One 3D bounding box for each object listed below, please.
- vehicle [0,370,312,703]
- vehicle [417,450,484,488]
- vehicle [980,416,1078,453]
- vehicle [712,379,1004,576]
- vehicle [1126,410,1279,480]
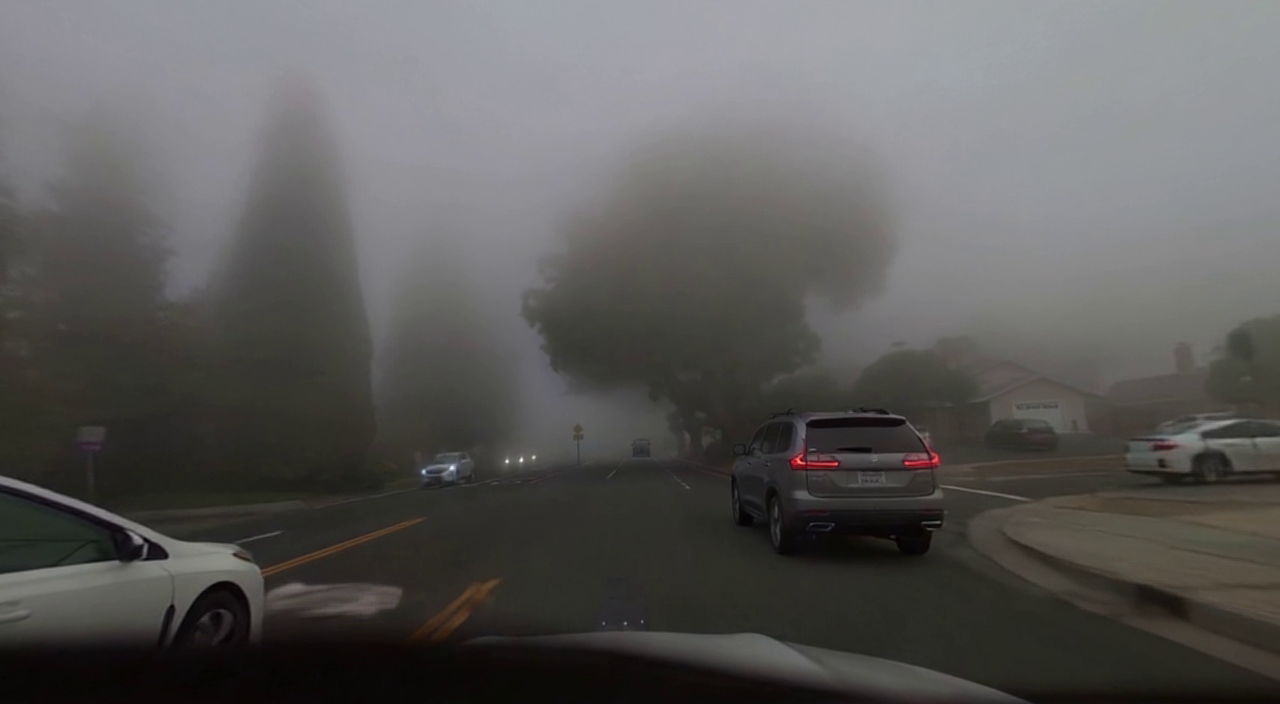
[{"bbox_3d":[-3.290,0.871,1.988,2.058,1.659,4.514,0,-8,0],"label":"vehicle"},{"bbox_3d":[-9.457,5.873,31.876,2.058,1.718,4.232,0,-8,0],"label":"vehicle"},{"bbox_3d":[19.810,4.294,32.367,1.984,1.740,4.601,0,-8,-1],"label":"vehicle"},{"bbox_3d":[2.624,1.732,9.517,2.338,2.063,5.592,0,-8,-1],"label":"vehicle"},{"bbox_3d":[15.808,2.425,16.517,4.392,1.701,1.991,-1,-8,1],"label":"vehicle"}]
